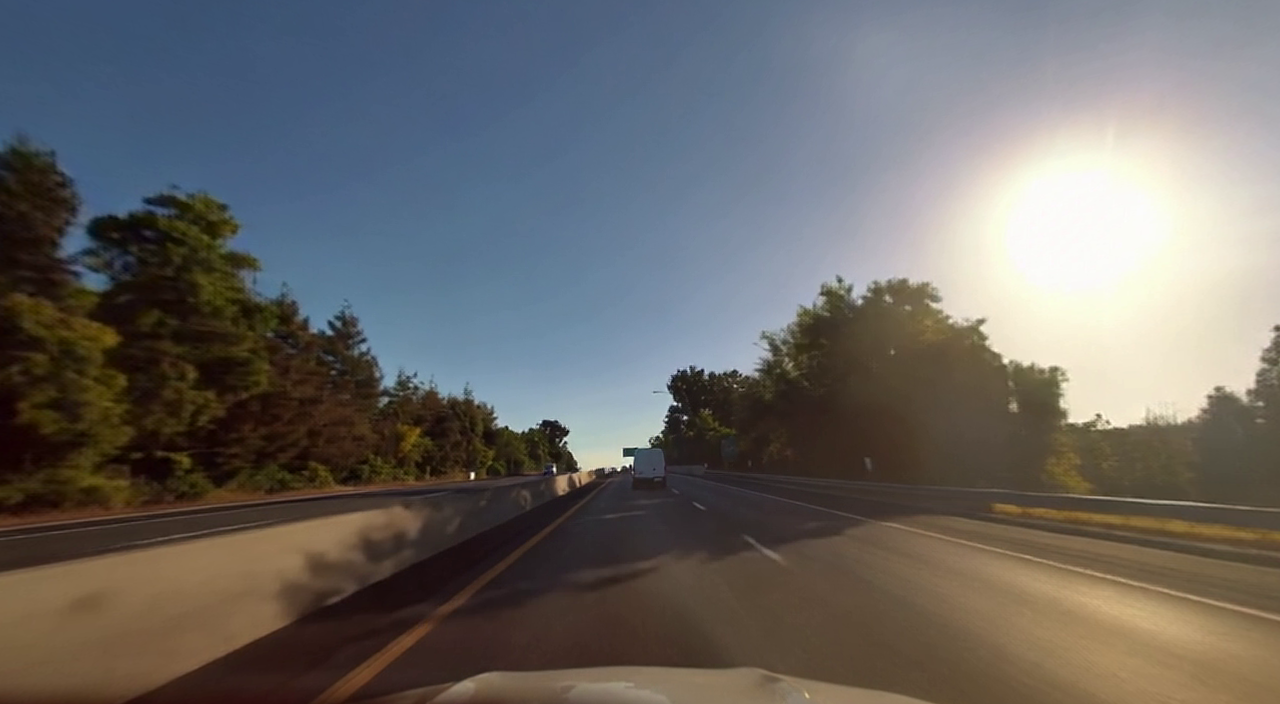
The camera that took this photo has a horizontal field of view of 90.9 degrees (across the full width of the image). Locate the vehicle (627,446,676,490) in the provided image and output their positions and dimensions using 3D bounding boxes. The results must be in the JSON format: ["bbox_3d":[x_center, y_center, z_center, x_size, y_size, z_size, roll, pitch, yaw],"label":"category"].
[{"bbox_3d":[0.554,6.336,34.343,2.429,2.167,4.558,1,-11,-2],"label":"vehicle"}]
